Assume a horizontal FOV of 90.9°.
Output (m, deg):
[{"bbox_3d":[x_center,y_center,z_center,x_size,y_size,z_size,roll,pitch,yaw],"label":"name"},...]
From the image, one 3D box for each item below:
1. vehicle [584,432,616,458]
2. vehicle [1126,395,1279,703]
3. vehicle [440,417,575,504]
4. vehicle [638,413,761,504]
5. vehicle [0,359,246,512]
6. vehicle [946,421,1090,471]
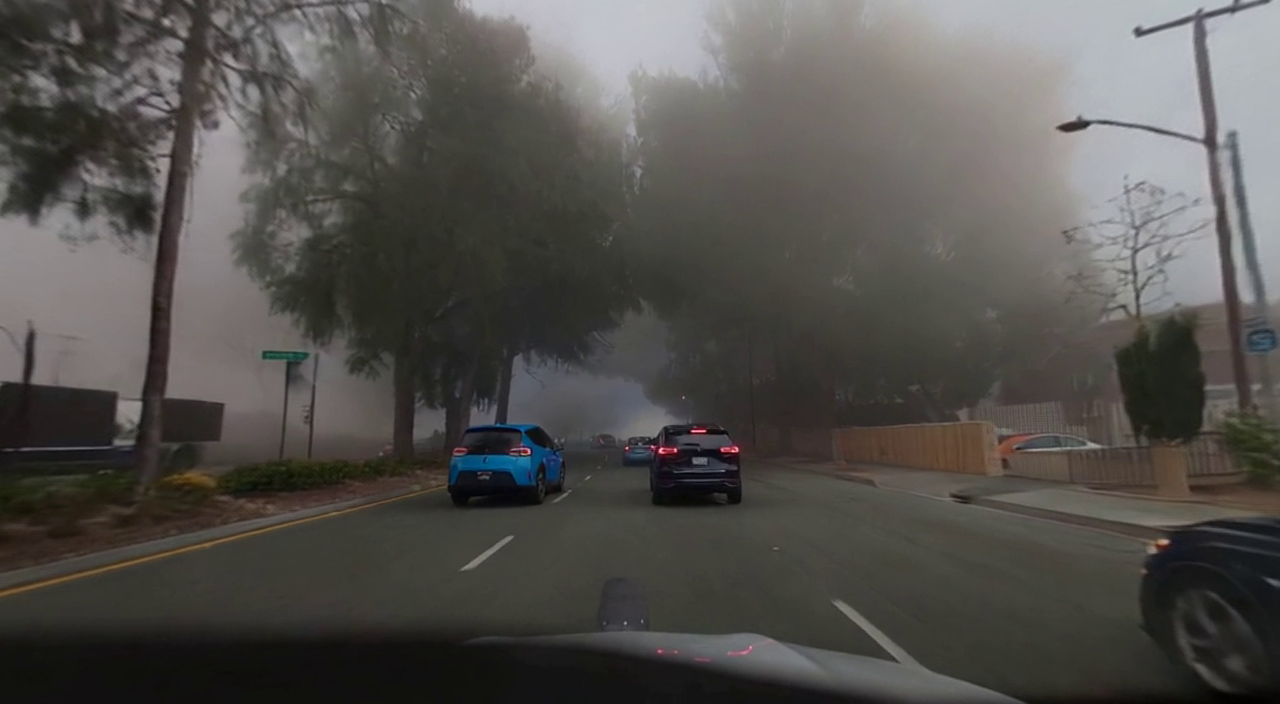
[{"bbox_3d":[-2.916,6.832,46.282,2.014,1.755,4.360,0,-8,1],"label":"vehicle"},{"bbox_3d":[3.543,0.697,0.944,2.017,1.491,4.611,0,-8,1],"label":"vehicle"},{"bbox_3d":[-2.827,2.463,14.717,2.043,1.687,4.676,0,-8,1],"label":"vehicle"},{"bbox_3d":[1.151,2.391,14.502,2.280,1.747,4.361,0,-8,-2],"label":"vehicle"},{"bbox_3d":[-15.109,2.213,16.427,2.901,3.276,9.720,0,-8,3],"label":"vehicle"},{"bbox_3d":[15.974,3.953,27.008,2.032,1.877,4.876,1,-7,-25],"label":"vehicle"}]
